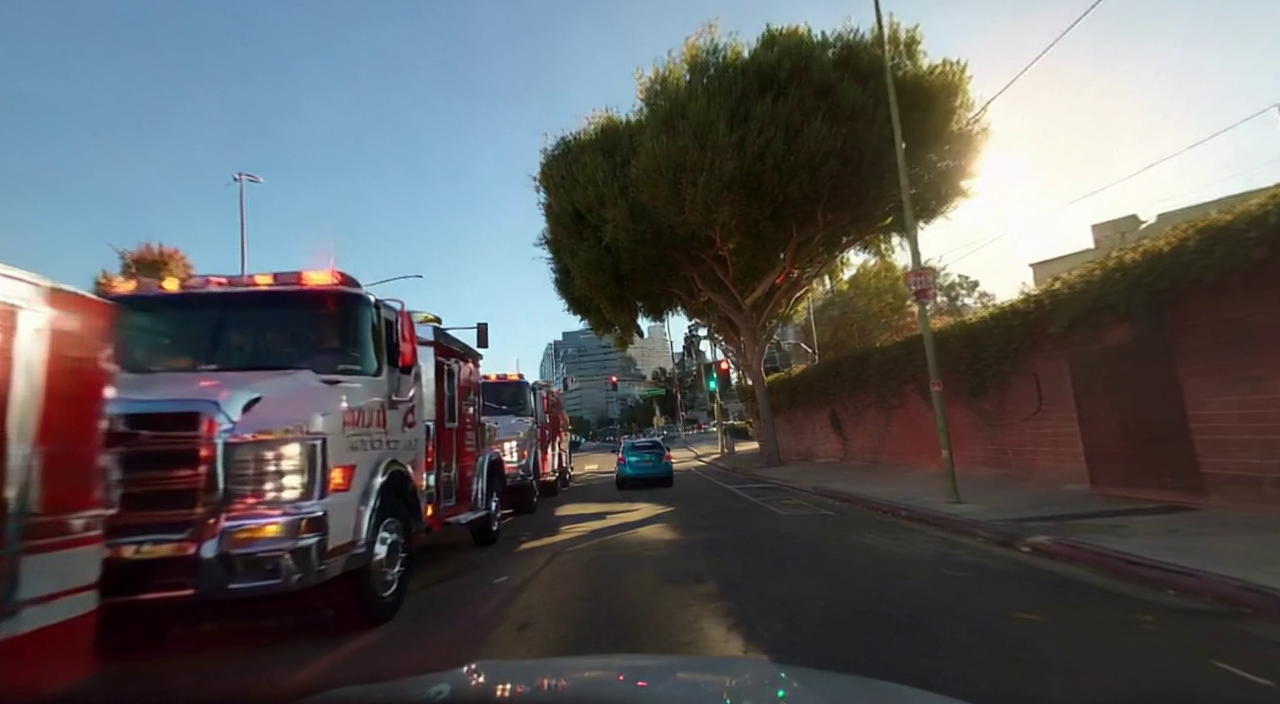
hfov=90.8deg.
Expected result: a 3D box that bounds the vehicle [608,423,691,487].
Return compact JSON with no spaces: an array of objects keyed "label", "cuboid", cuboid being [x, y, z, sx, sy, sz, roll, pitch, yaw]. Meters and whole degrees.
[{"label":"vehicle","cuboid":[0.151,3.341,20.877,2.332,1.831,4.930,0,-8,-4]}]

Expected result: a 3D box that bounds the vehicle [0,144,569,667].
[{"label":"vehicle","cuboid":[-3.599,1.186,10.756,3.631,3.655,12.773,0,-8,-1]}]
